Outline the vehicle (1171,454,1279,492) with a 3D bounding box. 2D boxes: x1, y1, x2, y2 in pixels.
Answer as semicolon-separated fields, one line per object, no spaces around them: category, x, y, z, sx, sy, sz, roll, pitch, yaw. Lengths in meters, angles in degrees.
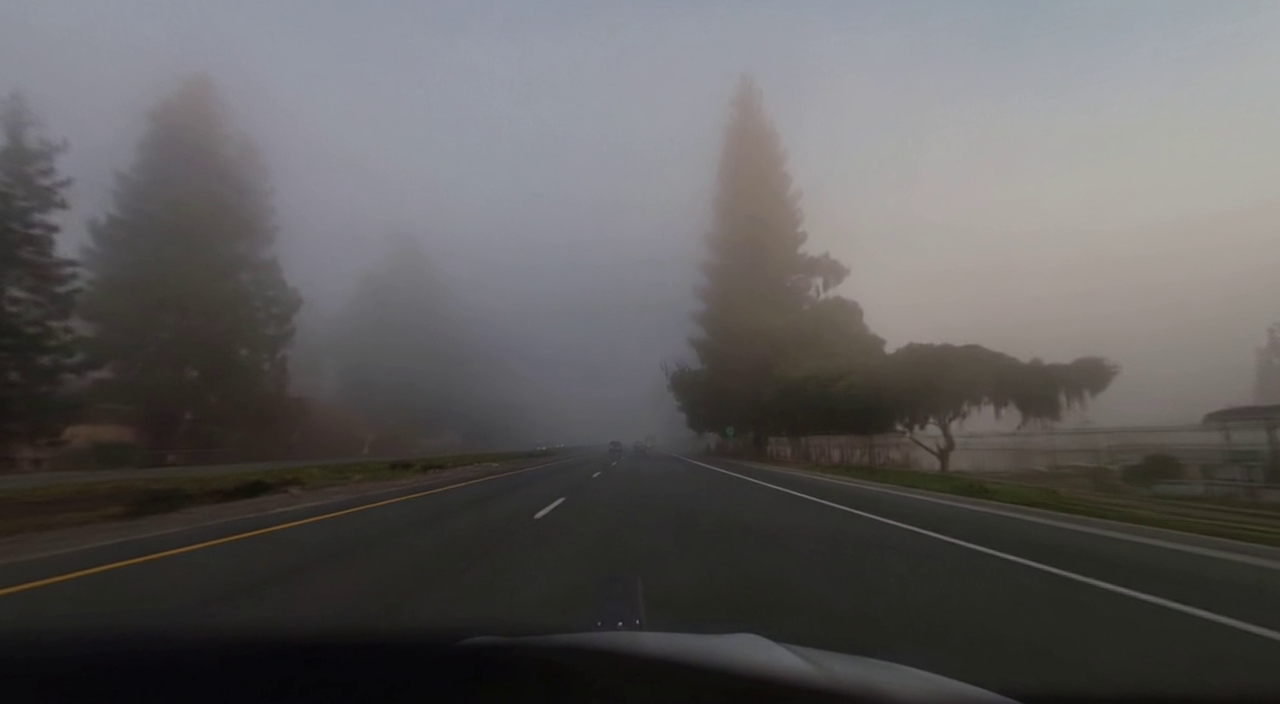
vehicle;31.475;6.250;32.985;2.121;1.755;5.377;0;-9;-8
